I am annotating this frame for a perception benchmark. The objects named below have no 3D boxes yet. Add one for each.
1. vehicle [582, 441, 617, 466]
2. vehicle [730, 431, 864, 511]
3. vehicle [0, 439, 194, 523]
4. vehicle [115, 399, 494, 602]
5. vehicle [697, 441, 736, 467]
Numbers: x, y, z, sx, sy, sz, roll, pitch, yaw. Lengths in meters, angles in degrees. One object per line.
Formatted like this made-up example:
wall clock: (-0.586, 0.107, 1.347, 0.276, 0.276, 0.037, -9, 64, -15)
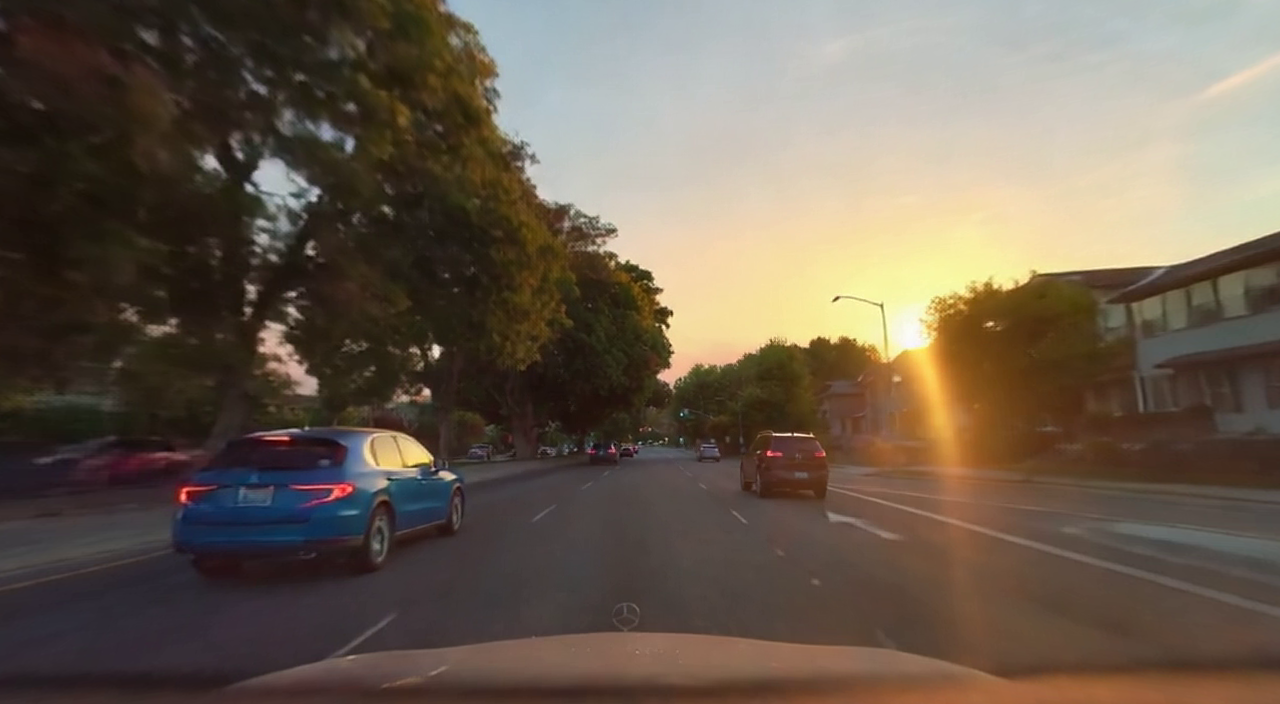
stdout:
vehicle: (-2.668, 6.803, 42.426, 1.988, 1.569, 4.202, 0, -8, 1)
vehicle: (3.625, 2.834, 15.576, 2.132, 1.659, 4.387, 0, -8, -1)
vehicle: (-12.082, 2.656, 13.523, 1.993, 1.456, 4.327, -3, -8, -1)
vehicle: (-3.371, 1.585, 7.696, 2.045, 1.688, 4.632, 0, -8, 0)
vehicle: (5.182, 6.932, 43.170, 2.169, 1.669, 4.037, 0, -8, 0)
